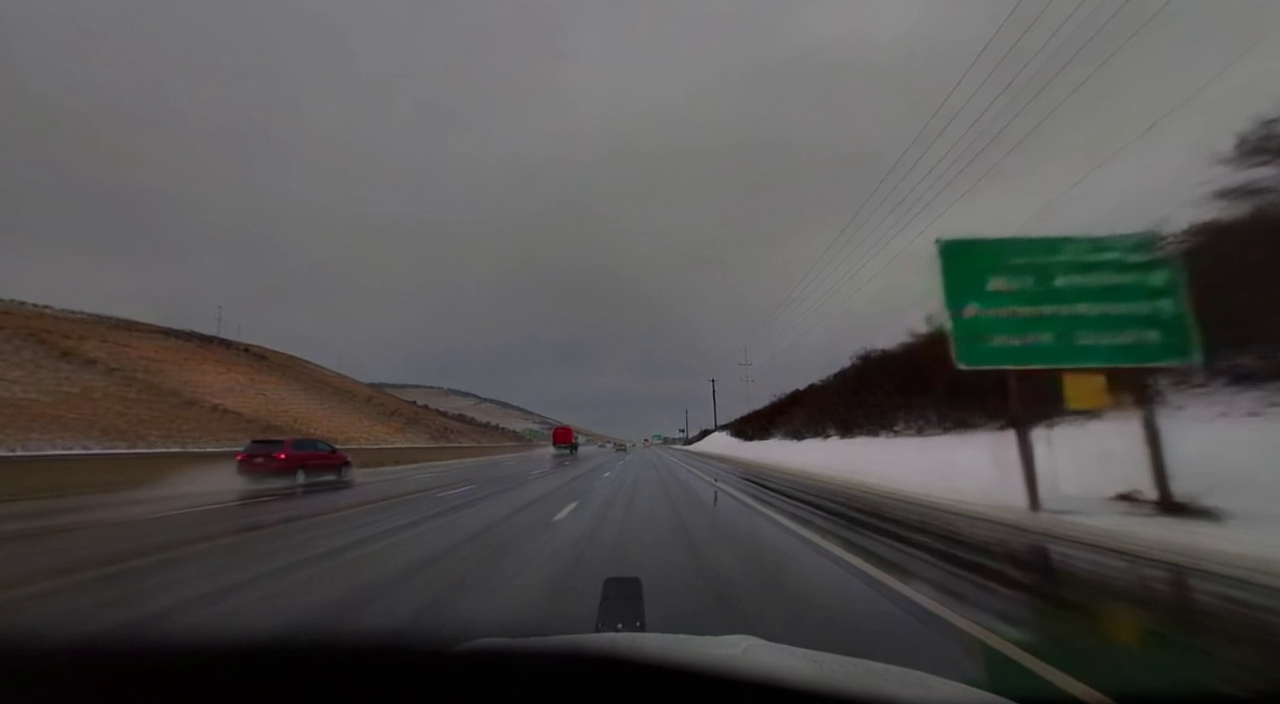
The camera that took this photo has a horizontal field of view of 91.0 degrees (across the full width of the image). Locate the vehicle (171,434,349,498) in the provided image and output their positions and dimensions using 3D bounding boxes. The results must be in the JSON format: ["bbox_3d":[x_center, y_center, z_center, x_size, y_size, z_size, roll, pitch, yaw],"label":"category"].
[{"bbox_3d":[-10.553,3.182,18.045,1.971,1.558,4.847,0,-9,1],"label":"vehicle"}]
